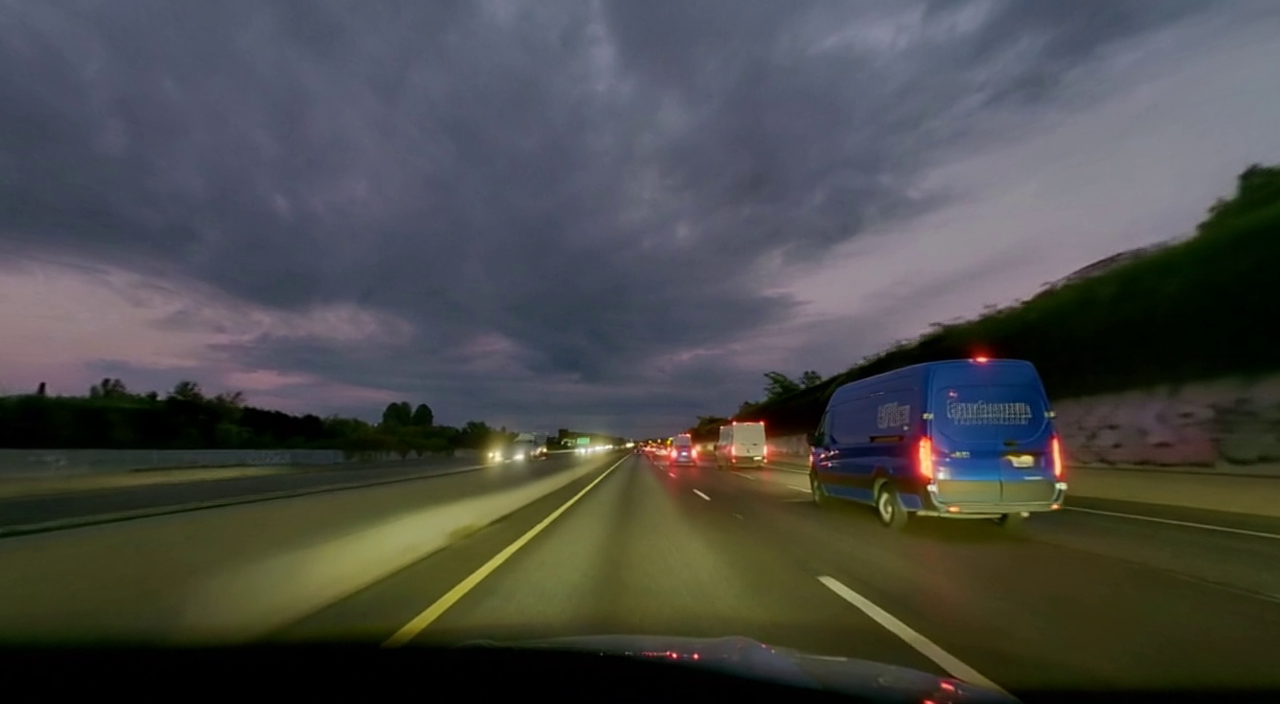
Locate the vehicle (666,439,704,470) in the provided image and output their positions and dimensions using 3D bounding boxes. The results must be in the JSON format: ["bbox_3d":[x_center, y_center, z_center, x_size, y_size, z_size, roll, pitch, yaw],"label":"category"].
[{"bbox_3d":[2.908,6.762,41.573,2.007,1.943,5.010,0,-9,-2],"label":"vehicle"}]

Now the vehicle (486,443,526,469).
[{"bbox_3d":[-9.122,7.124,43.192,1.827,1.612,4.182,0,-9,0],"label":"vehicle"}]

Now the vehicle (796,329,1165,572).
[{"bbox_3d":[4.399,1.479,9.743,2.283,2.631,5.719,0,-9,-2],"label":"vehicle"}]

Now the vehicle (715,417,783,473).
[{"bbox_3d":[6.807,5.979,40.441,2.761,3.225,7.624,0,-9,-2],"label":"vehicle"}]
